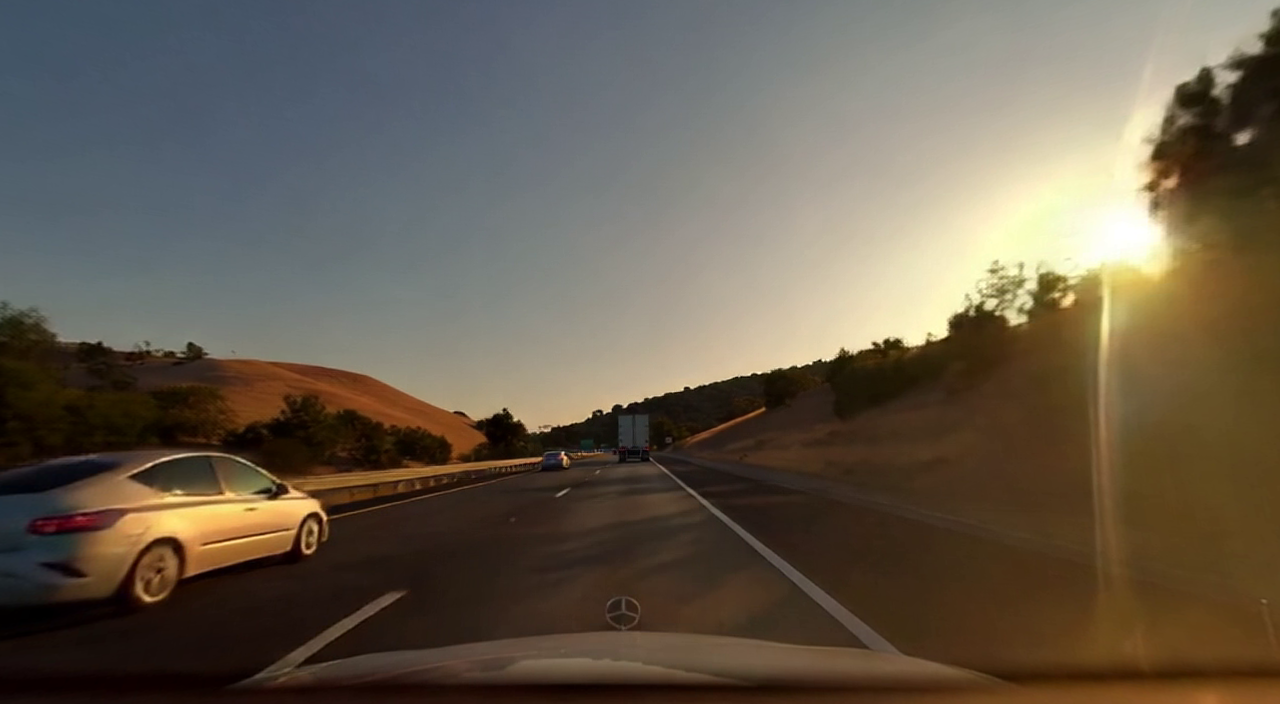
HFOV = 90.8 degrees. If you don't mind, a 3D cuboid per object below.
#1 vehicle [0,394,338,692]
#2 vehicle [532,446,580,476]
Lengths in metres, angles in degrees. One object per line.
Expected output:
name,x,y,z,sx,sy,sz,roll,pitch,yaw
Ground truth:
vehicle,-4.503,1.297,5.109,1.991,1.618,4.211,0,-9,0
vehicle,-4.436,5.806,33.916,1.978,1.507,4.062,0,-9,0
